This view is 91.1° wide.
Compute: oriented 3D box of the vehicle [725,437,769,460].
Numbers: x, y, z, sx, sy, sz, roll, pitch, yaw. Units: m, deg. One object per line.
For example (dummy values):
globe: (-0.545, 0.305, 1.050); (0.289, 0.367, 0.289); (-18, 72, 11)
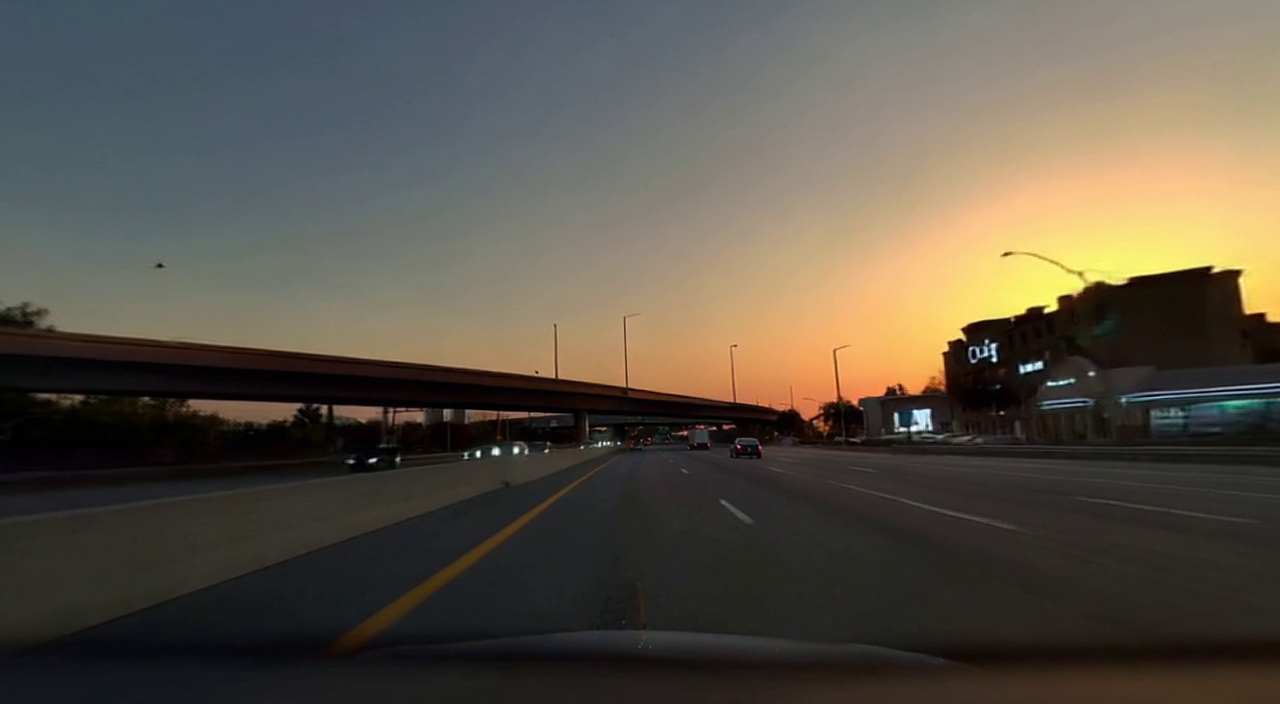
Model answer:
vehicle: (7.305, 6.656, 43.418); (2.079, 1.518, 5.032); (0, -8, -1)

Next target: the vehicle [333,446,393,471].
vehicle: (-21.900, 8.407, 49.891); (2.028, 1.784, 5.837); (-1, -8, 1)
